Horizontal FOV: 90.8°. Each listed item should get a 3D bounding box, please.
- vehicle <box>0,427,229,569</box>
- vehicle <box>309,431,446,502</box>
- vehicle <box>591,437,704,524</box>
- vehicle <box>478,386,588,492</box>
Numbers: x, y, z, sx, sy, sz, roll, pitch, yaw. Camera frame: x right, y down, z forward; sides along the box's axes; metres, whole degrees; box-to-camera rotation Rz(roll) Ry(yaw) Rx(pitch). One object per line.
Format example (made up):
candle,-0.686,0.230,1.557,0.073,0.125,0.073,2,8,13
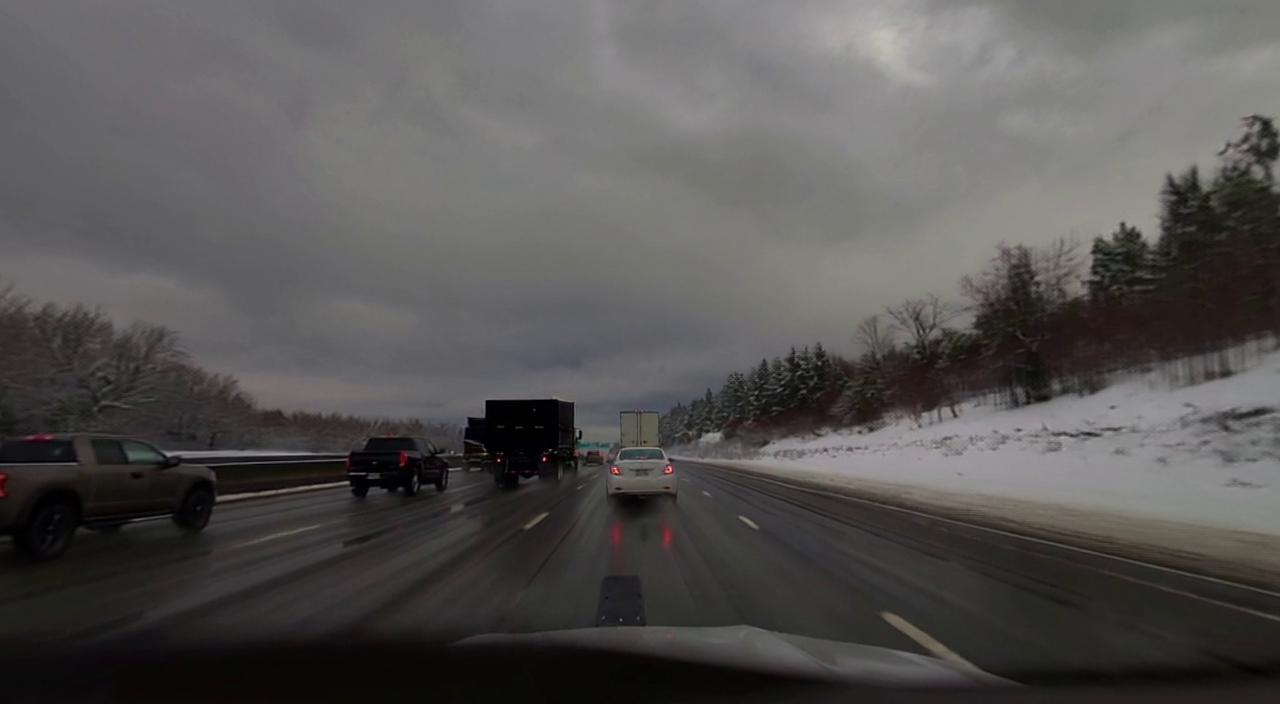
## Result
vehicle,-7.880,1.800,8.221,1.879,1.521,4.623,-1,-9,1
vehicle,-7.289,3.215,18.090,1.952,1.746,4.332,-1,-9,1
vehicle,0.092,2.546,12.951,1.995,1.495,3.380,0,-9,-1
vehicle,-3.729,3.321,23.884,2.812,3.342,7.248,-1,-9,1
